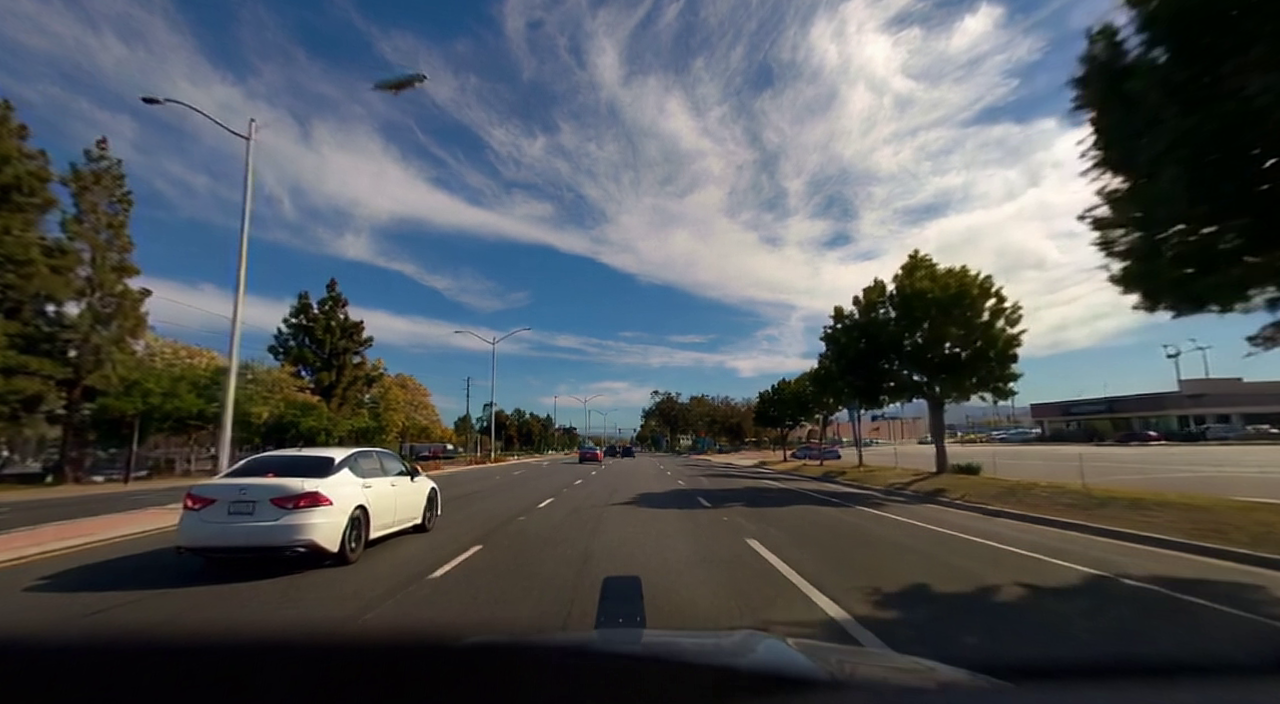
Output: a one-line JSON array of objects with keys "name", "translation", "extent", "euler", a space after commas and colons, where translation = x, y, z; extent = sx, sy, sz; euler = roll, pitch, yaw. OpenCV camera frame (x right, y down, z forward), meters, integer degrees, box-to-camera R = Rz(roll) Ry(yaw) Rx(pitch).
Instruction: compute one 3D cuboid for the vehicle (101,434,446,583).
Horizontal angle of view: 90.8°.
[{"name": "vehicle", "translation": [-4.320, 1.885, 8.536], "extent": [2.003, 1.454, 4.484], "euler": [0, -8, -1]}]
